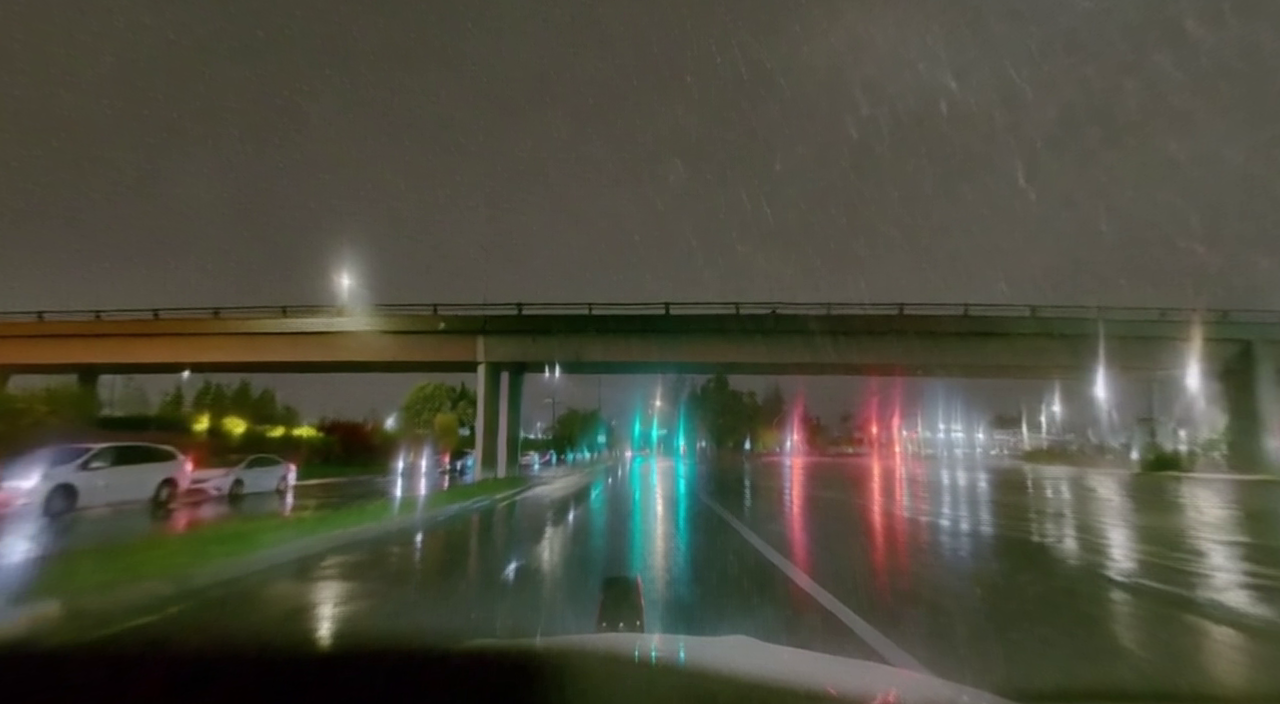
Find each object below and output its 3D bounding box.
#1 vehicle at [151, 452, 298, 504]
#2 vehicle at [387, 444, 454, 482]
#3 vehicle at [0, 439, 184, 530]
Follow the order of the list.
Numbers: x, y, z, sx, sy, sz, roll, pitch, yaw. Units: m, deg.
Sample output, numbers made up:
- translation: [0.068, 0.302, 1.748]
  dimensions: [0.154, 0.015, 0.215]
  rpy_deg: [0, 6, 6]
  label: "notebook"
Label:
- translation: [-13.727, 4.202, 21.277]
  dimensions: [1.847, 1.498, 4.368]
  rpy_deg: [1, -10, 2]
  label: "vehicle"
- translation: [-13.083, 6.647, 38.083]
  dimensions: [2.136, 2.016, 5.354]
  rpy_deg: [2, -9, -1]
  label: "vehicle"
- translation: [-13.649, 3.040, 15.221]
  dimensions: [1.886, 1.801, 4.337]
  rpy_deg: [2, -8, 2]
  label: "vehicle"
